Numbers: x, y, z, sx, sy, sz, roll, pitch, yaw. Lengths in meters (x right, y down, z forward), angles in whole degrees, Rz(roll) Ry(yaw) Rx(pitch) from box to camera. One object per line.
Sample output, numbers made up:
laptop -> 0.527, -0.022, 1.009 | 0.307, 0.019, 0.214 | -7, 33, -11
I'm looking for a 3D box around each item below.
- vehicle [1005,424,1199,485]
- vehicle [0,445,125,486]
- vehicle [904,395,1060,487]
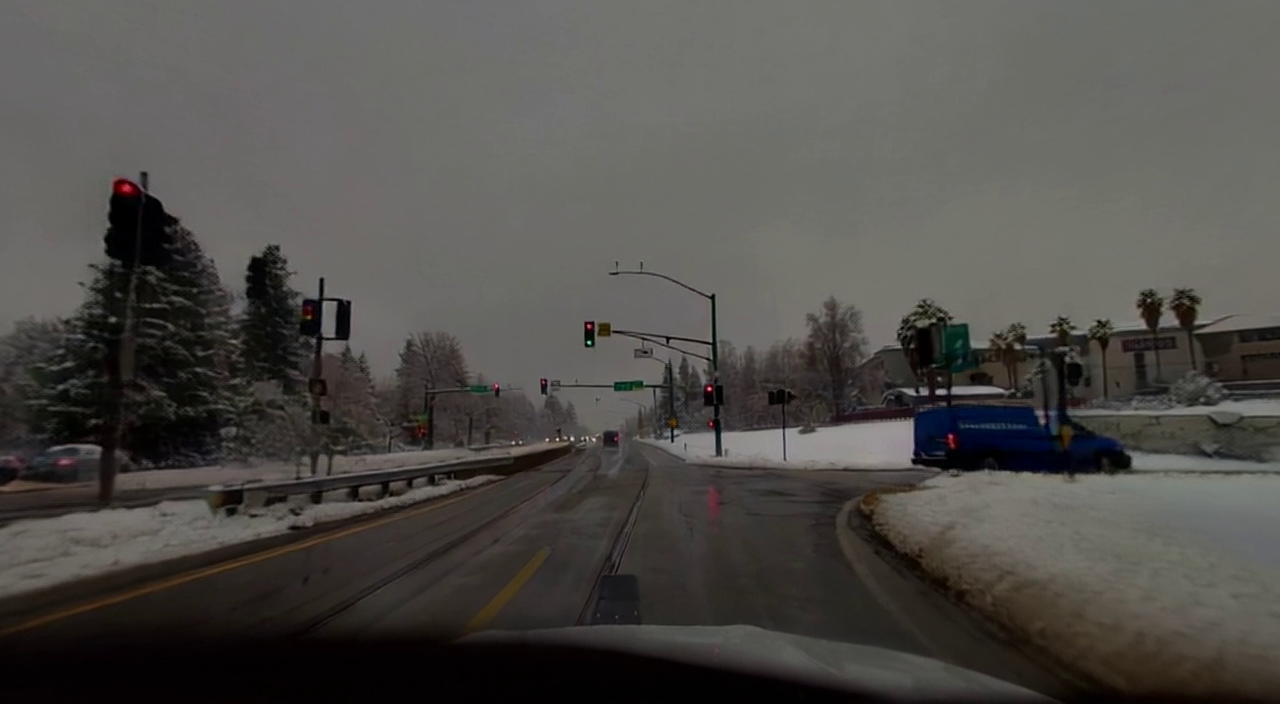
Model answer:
vehicle -> 17.518, 3.905, 24.096 | 6.055, 2.140, 2.266 | 2, -8, -10
vehicle -> -25.425, 4.809, 26.960 | 4.925, 1.634, 2.219 | 0, -9, 2
vehicle -> 12.258, 3.208, 22.793 | 4.180, 3.020, 2.606 | 3, -9, -18
